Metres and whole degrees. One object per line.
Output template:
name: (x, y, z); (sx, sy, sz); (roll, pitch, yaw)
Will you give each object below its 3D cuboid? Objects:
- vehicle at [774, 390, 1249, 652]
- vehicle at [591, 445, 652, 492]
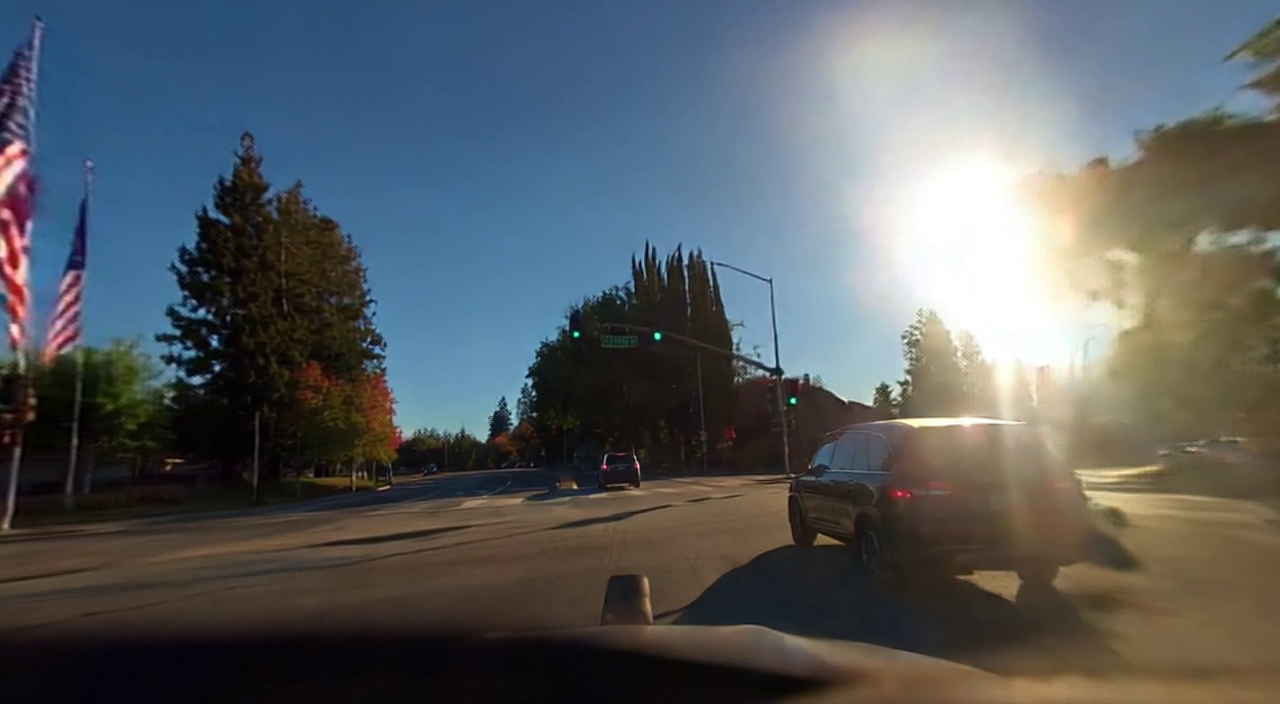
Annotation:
vehicle: (2.908, 1.431, 6.456); (2.024, 1.686, 4.588); (0, -8, 0)
vehicle: (-0.912, 4.944, 27.183); (2.185, 1.822, 4.583); (1, -8, -7)
